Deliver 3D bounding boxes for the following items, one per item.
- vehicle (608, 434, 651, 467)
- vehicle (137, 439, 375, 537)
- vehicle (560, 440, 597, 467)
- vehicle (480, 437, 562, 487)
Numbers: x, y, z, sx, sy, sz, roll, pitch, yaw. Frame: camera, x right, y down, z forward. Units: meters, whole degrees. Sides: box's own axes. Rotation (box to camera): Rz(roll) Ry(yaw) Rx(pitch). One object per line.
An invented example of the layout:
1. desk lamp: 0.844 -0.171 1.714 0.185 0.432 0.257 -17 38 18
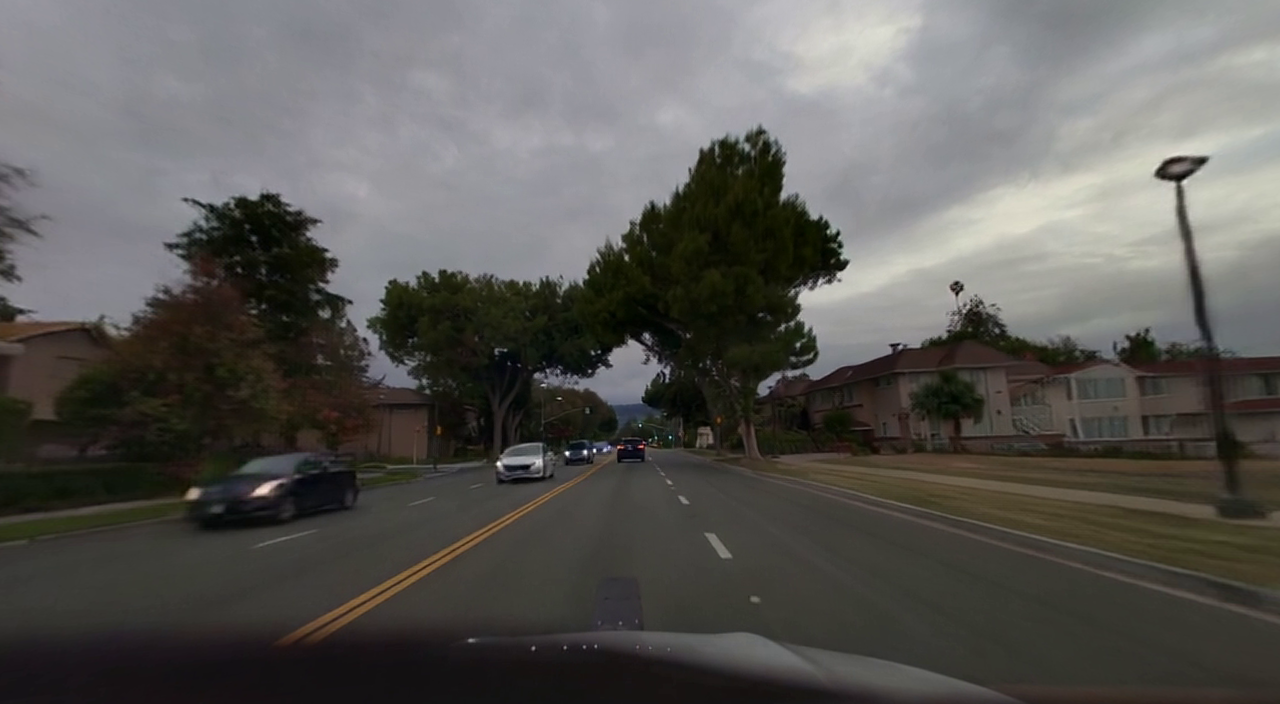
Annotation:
1. vehicle: -0.615 6.299 40.432 2.554 1.902 5.329 0 -9 1
2. vehicle: -7.964 2.831 13.892 2.211 1.608 4.942 -3 -9 -1
3. vehicle: -4.086 6.797 42.354 1.977 1.729 4.625 0 -9 0
4. vehicle: -4.187 3.939 22.903 2.115 1.638 4.098 0 -9 1
